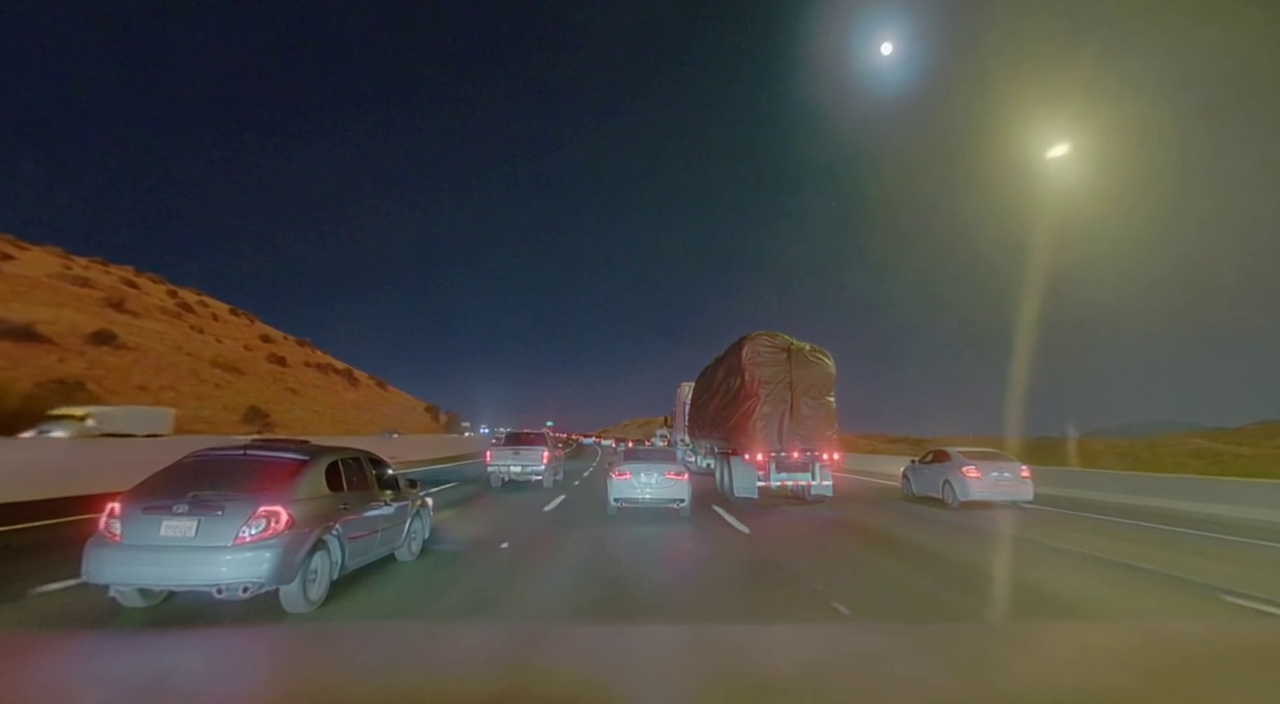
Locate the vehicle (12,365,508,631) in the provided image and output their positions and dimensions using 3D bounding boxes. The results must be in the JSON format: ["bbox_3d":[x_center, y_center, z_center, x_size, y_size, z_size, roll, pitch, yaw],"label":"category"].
[{"bbox_3d":[-3.288,1.422,7.272,2.318,1.902,5.374,0,-8,1],"label":"vehicle"}]

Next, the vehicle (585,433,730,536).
[{"bbox_3d":[0.207,2.214,11.189,2.105,1.471,3.978,0,-8,-1],"label":"vehicle"}]

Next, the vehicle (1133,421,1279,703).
[{"bbox_3d":[3.594,0.751,0.759,2.169,1.447,4.817,0,-8,1],"label":"vehicle"}]

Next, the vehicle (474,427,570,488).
[{"bbox_3d":[-3.825,3.536,21.508,2.348,1.821,5.061,0,-8,-1],"label":"vehicle"}]

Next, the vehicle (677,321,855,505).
[{"bbox_3d":[3.119,2.106,19.597,2.759,4.098,10.906,0,-8,-3],"label":"vehicle"}]

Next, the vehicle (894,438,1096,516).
[{"bbox_3d":[7.754,2.733,14.378,2.092,1.495,4.194,0,-8,-1],"label":"vehicle"}]
